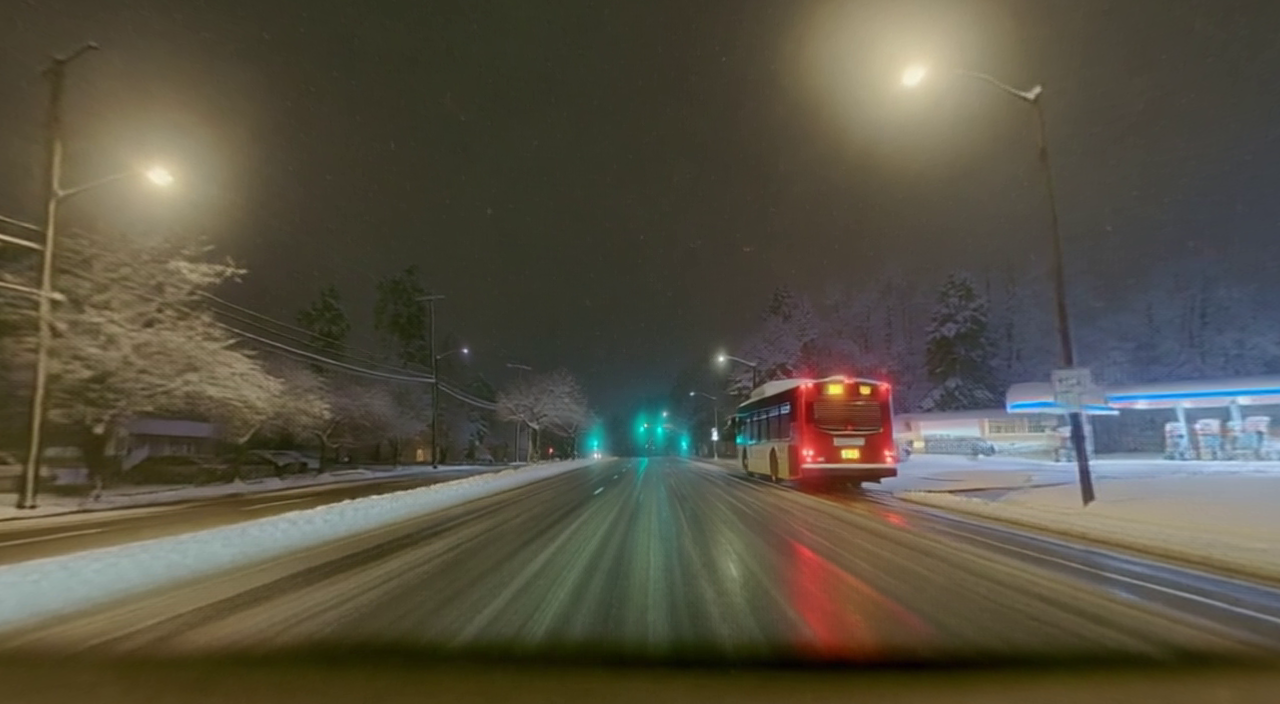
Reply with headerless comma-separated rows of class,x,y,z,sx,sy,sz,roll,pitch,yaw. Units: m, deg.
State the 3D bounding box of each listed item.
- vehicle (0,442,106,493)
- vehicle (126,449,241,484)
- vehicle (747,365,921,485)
vehicle,-24.412,4.382,24.157,2.284,1.855,5.392,-4,-9,25
vehicle,-24.218,6.076,33.537,4.325,1.716,2.358,0,-9,5
vehicle,8.605,3.744,30.893,4.582,4.678,12.589,0,-8,0
